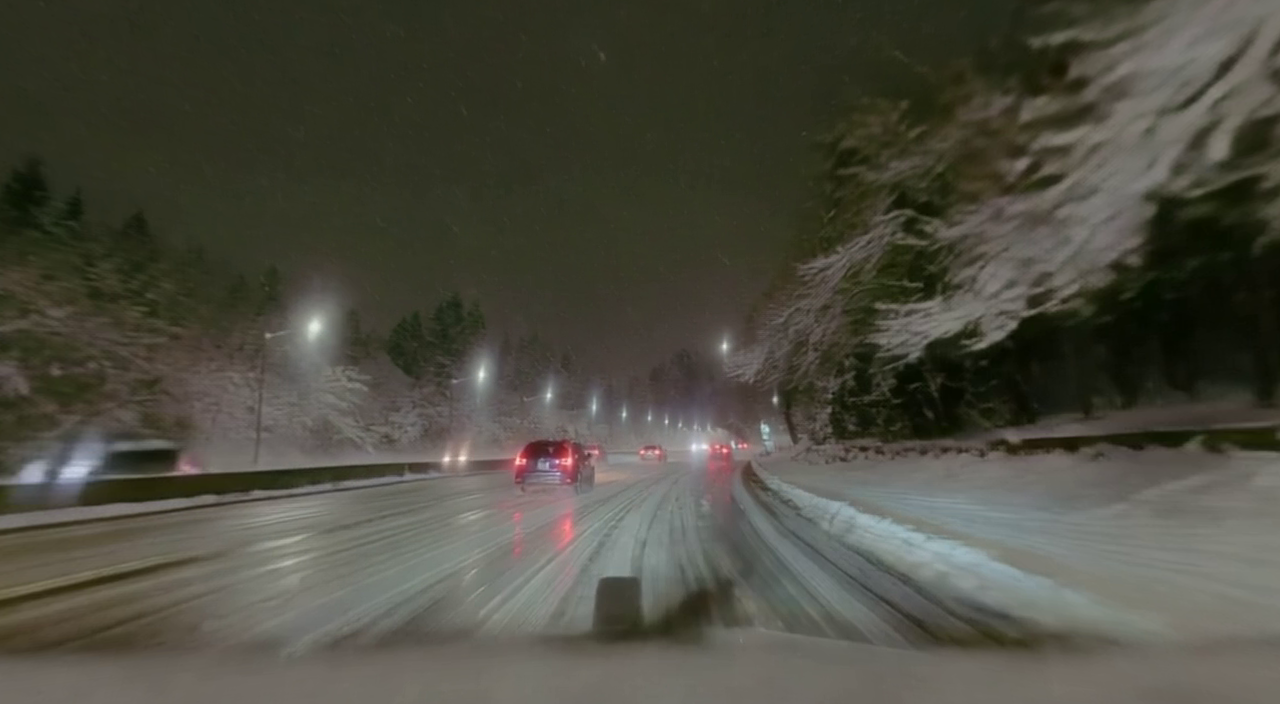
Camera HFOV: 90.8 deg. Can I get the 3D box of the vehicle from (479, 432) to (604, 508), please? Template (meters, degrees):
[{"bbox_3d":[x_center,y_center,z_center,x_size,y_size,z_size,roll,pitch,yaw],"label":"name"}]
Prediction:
[{"bbox_3d":[-2.316,2.949,16.344,2.082,1.638,4.644,-1,-8,5],"label":"vehicle"}]

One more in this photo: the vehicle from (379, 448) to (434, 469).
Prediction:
[{"bbox_3d":[-17.268,7.860,46.935,1.795,1.454,4.467,-1,-8,9],"label":"vehicle"}]

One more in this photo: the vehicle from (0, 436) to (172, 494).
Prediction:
[{"bbox_3d":[-17.697,3.515,20.085,1.918,1.628,4.502,-1,-8,5],"label":"vehicle"}]
